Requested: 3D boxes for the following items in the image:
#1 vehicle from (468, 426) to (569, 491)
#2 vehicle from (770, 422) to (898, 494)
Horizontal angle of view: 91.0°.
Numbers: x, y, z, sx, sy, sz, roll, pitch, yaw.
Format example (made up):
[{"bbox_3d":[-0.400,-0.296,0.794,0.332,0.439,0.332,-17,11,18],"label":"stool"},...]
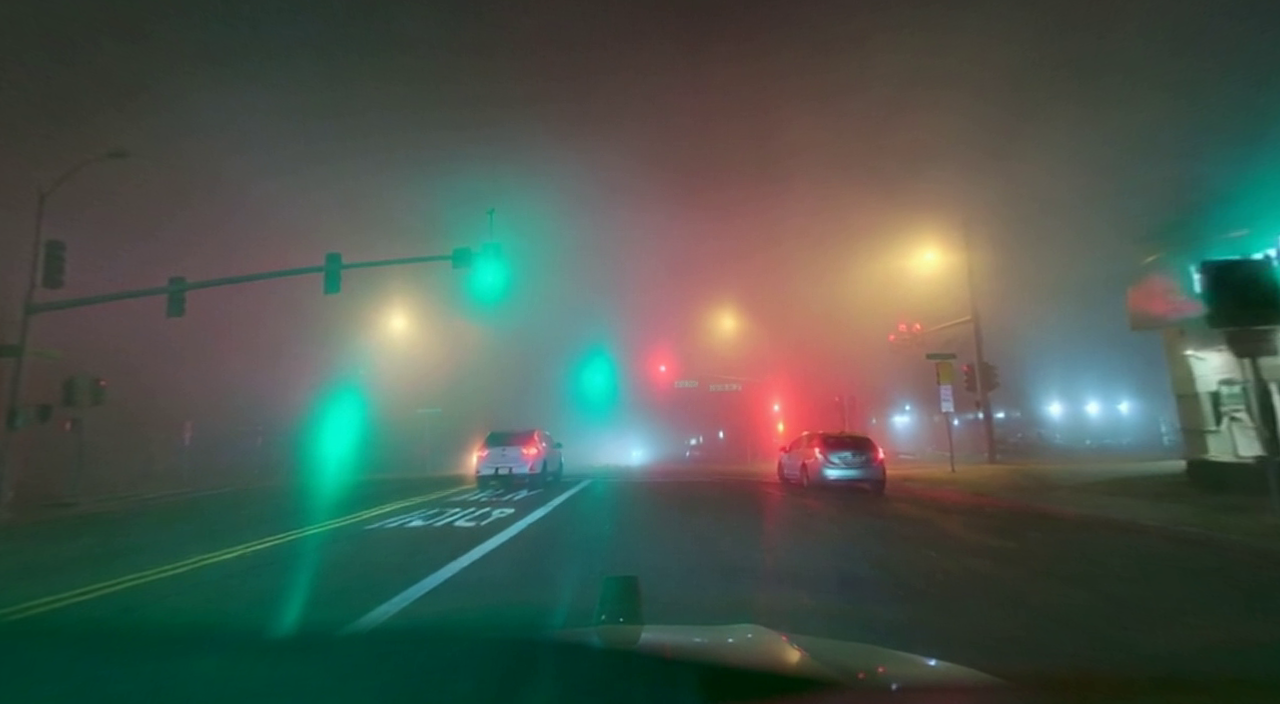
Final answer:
[{"bbox_3d":[-3.303,3.001,18.062,1.947,1.627,4.248,0,-8,1],"label":"vehicle"},{"bbox_3d":[5.010,2.806,17.010,2.039,1.655,4.495,0,-8,0],"label":"vehicle"}]
